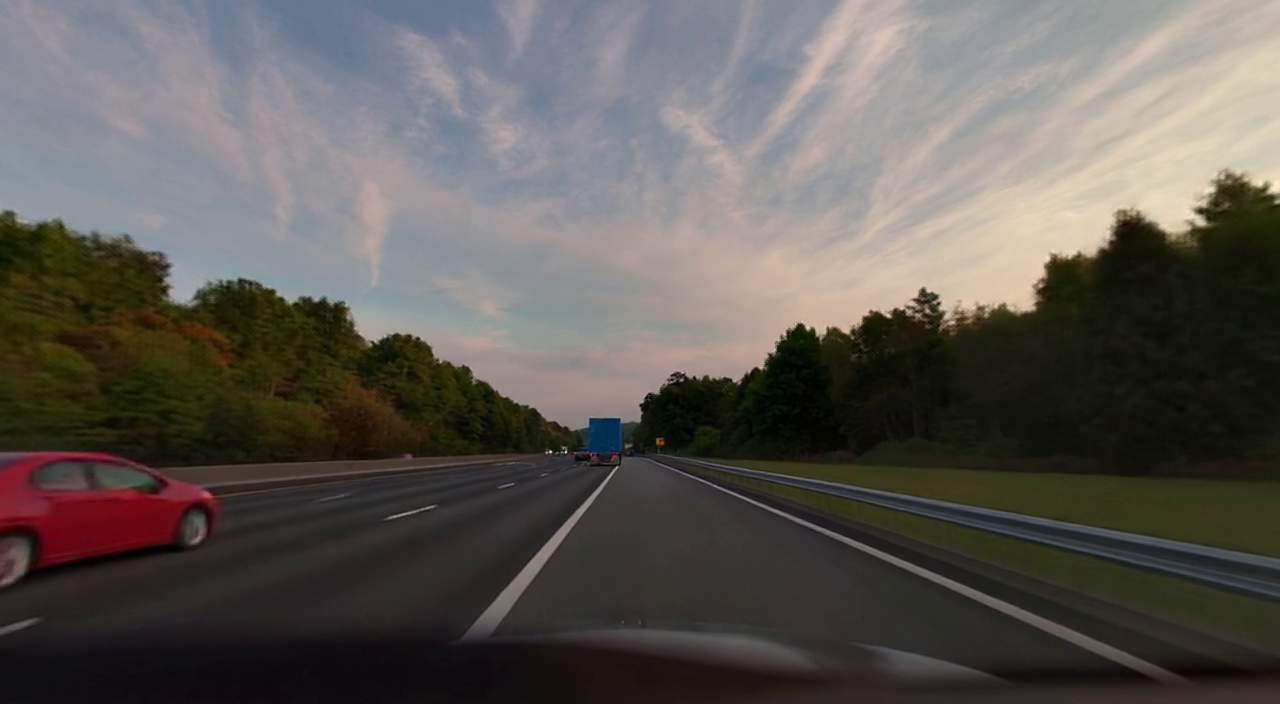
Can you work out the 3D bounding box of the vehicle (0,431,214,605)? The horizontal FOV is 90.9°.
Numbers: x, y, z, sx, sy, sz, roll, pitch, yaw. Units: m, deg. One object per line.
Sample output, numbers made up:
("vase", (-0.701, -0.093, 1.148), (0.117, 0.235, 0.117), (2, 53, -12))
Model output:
("vehicle", (-6.580, 1.531, 5.961), (1.938, 1.507, 4.557), (0, -9, 0))
